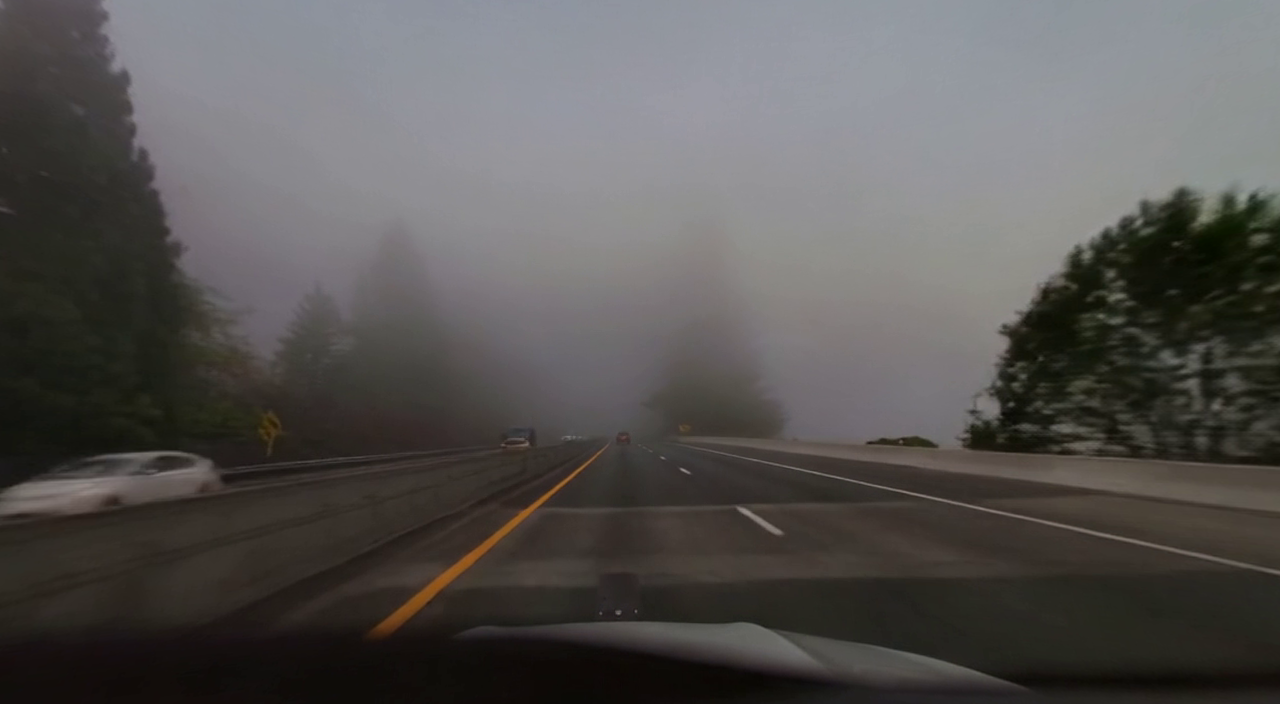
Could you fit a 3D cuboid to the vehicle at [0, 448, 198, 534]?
[{"bbox_3d":[-13.177,3.137,14.930,1.985,1.608,4.652,0,-8,-1],"label":"vehicle"}]
